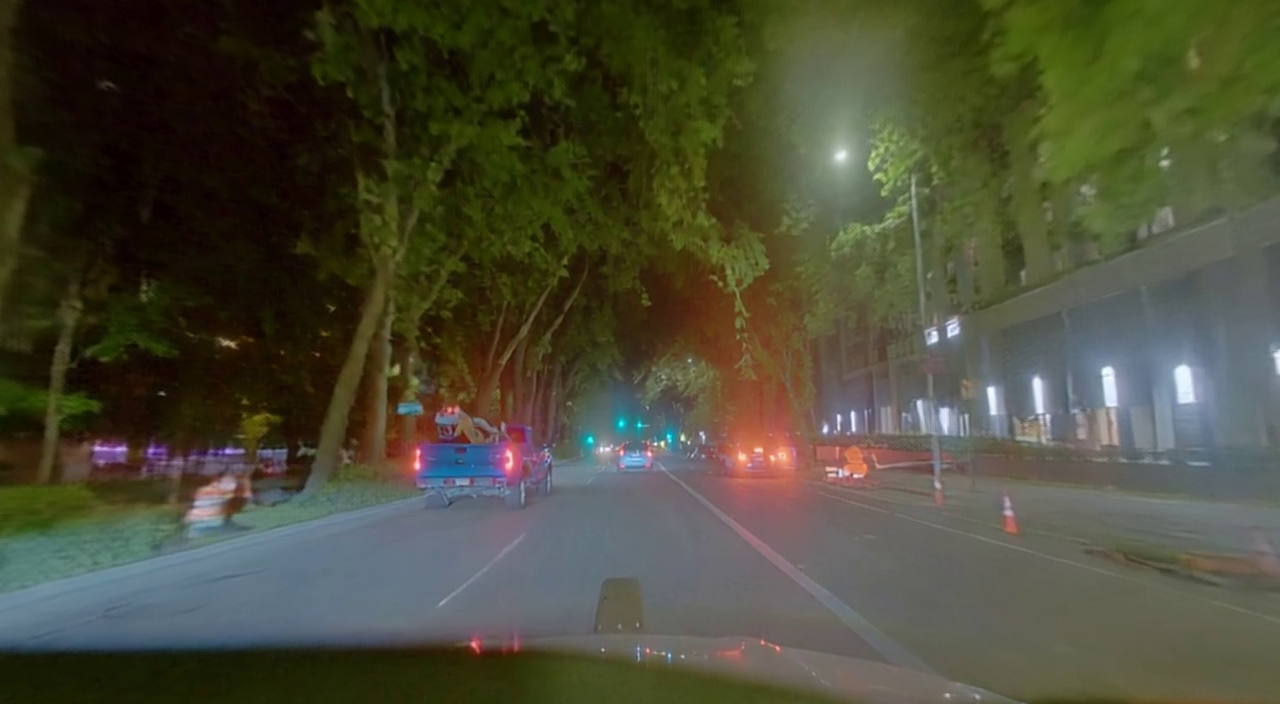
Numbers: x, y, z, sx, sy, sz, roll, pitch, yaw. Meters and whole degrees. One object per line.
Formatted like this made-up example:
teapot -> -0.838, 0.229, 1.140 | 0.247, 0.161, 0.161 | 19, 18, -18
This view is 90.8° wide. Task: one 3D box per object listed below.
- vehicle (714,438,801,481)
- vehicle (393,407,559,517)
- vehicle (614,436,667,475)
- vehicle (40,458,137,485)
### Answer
vehicle -> 4.739, 4.397, 26.237 | 2.082, 1.601, 4.451 | 1, -9, -10
vehicle -> -3.482, 2.506, 14.899 | 2.424, 2.063, 5.678 | 0, -8, 0
vehicle -> -0.034, 5.079, 31.235 | 2.413, 1.748, 4.406 | 0, -8, -1
vehicle -> -34.824, 7.522, 40.090 | 1.876, 1.470, 4.711 | 0, -8, 0
